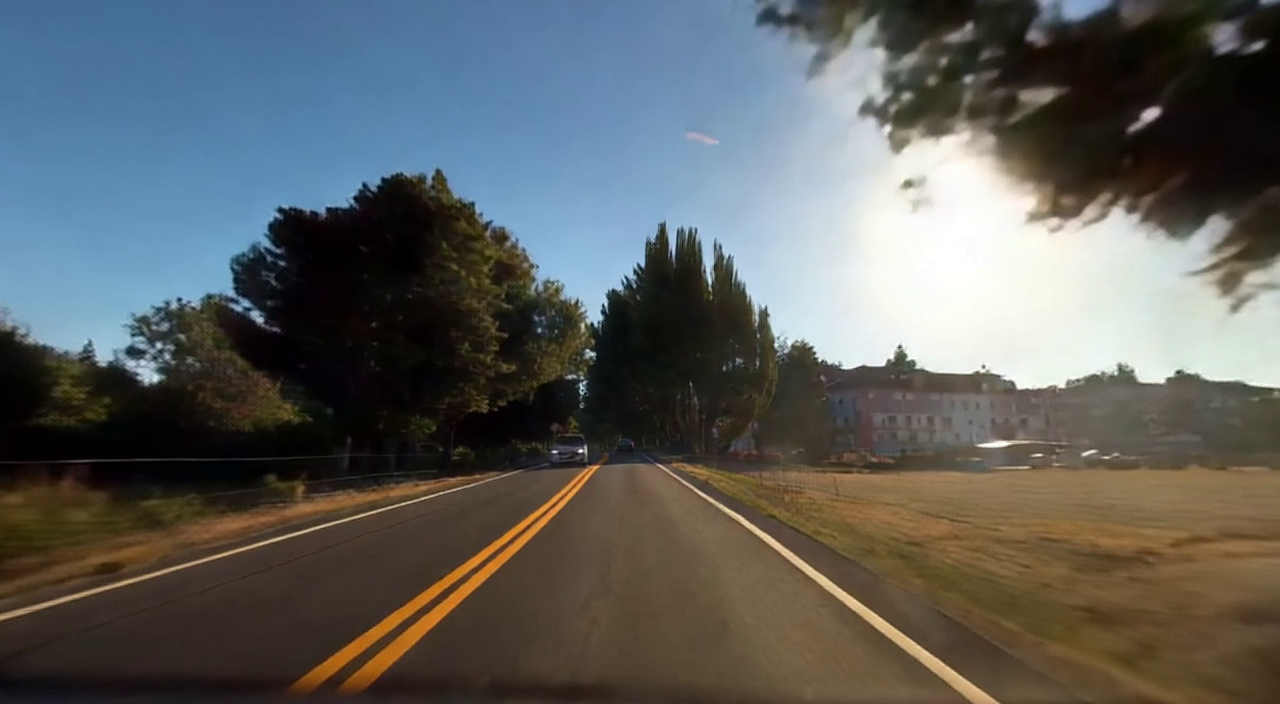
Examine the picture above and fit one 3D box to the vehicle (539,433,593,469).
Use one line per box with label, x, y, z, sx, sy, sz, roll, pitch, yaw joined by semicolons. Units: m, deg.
vehicle;-4.231;5.804;37.401;2.531;1.923;6.417;0;-8;-1
